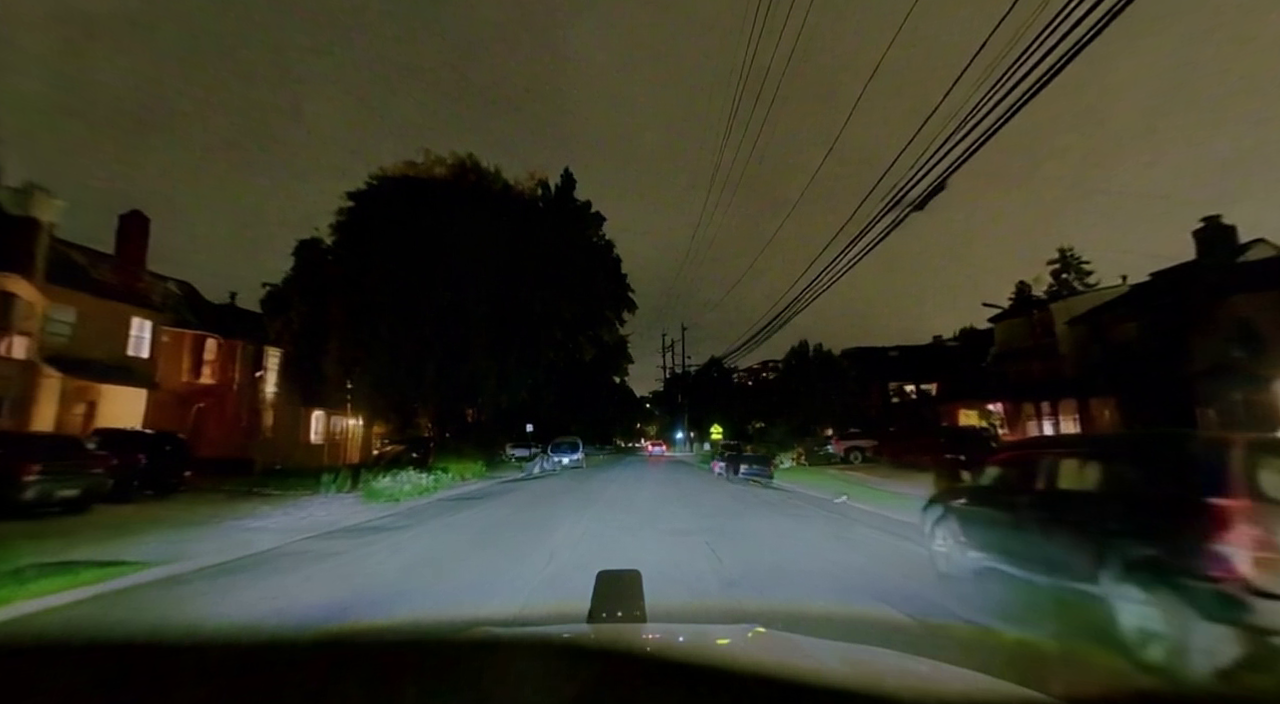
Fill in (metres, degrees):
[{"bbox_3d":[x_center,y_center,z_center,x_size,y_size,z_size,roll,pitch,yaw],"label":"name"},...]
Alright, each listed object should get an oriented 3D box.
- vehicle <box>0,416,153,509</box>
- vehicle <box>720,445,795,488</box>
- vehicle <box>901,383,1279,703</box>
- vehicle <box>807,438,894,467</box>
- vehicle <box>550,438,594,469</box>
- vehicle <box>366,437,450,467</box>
[{"bbox_3d":[-12.277,1.973,11.669,4.792,1.521,2.077,1,-9,0],"label":"vehicle"},{"bbox_3d":[4.418,4.367,24.487,2.031,1.471,4.328,0,-9,0],"label":"vehicle"},{"bbox_3d":[4.232,1.377,5.444,2.066,1.753,4.877,0,-9,3],"label":"vehicle"},{"bbox_3d":[12.696,6.083,38.288,4.583,1.709,1.977,-1,-9,5],"label":"vehicle"},{"bbox_3d":[-4.206,6.361,40.030,2.164,1.810,5.044,1,-8,1],"label":"vehicle"},{"bbox_3d":[-13.917,5.998,37.837,4.702,1.675,1.984,-4,-10,26],"label":"vehicle"}]
